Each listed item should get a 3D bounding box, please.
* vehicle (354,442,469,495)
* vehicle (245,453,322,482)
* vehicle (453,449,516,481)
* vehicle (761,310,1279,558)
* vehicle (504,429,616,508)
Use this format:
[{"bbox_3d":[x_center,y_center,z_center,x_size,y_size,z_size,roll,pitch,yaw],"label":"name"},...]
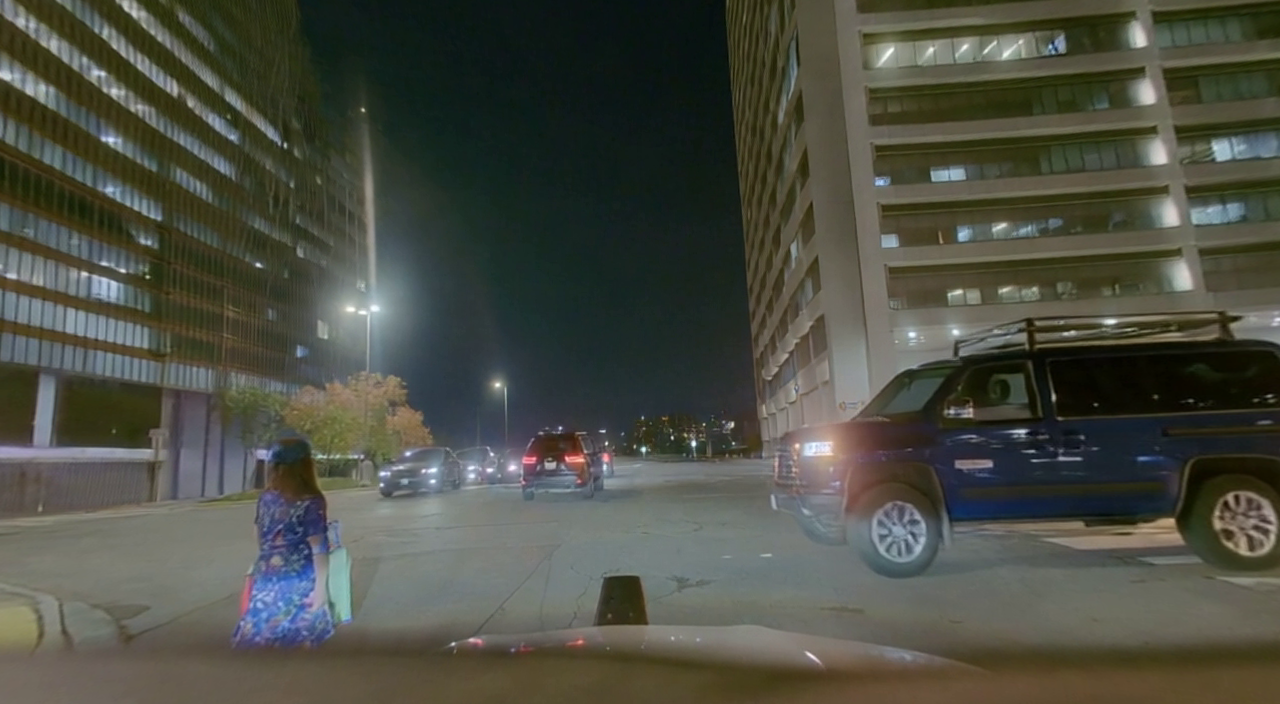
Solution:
[{"bbox_3d":[-8.161,4.172,23.064,2.395,1.719,4.549,0,-8,1],"label":"vehicle"},{"bbox_3d":[-19.437,6.295,34.509,3.467,1.456,1.649,4,-9,-24],"label":"vehicle"},{"bbox_3d":[-7.868,5.723,32.292,2.164,1.494,4.235,0,-8,0],"label":"vehicle"},{"bbox_3d":[5.329,1.077,8.309,6.932,2.753,2.446,0,-8,1],"label":"vehicle"},{"bbox_3d":[-1.853,2.901,16.089,2.144,1.733,4.115,-1,-8,3],"label":"vehicle"}]
